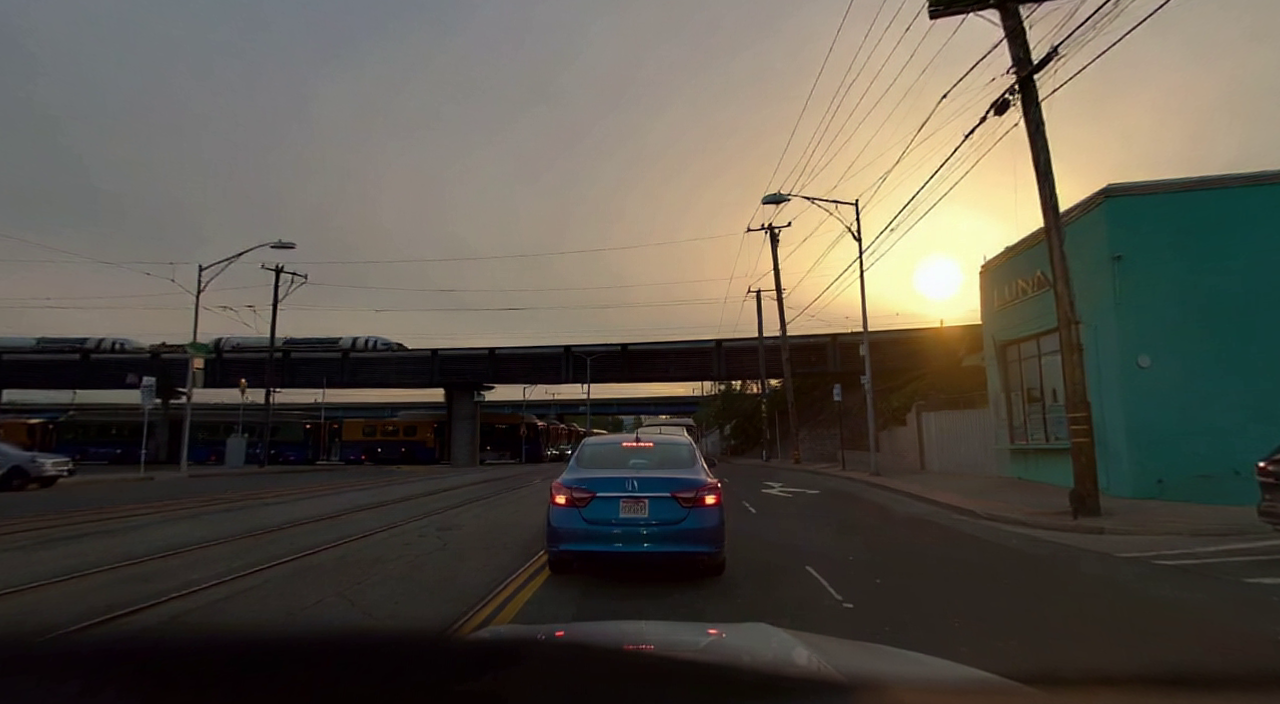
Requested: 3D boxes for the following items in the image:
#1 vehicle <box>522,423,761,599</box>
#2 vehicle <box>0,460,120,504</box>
[{"bbox_3d":[0.096,1.705,7.616,2.090,1.518,4.033,-1,-9,3],"label":"vehicle"},{"bbox_3d":[-21.940,4.677,22.846,4.566,1.453,1.935,-1,-9,5],"label":"vehicle"}]
